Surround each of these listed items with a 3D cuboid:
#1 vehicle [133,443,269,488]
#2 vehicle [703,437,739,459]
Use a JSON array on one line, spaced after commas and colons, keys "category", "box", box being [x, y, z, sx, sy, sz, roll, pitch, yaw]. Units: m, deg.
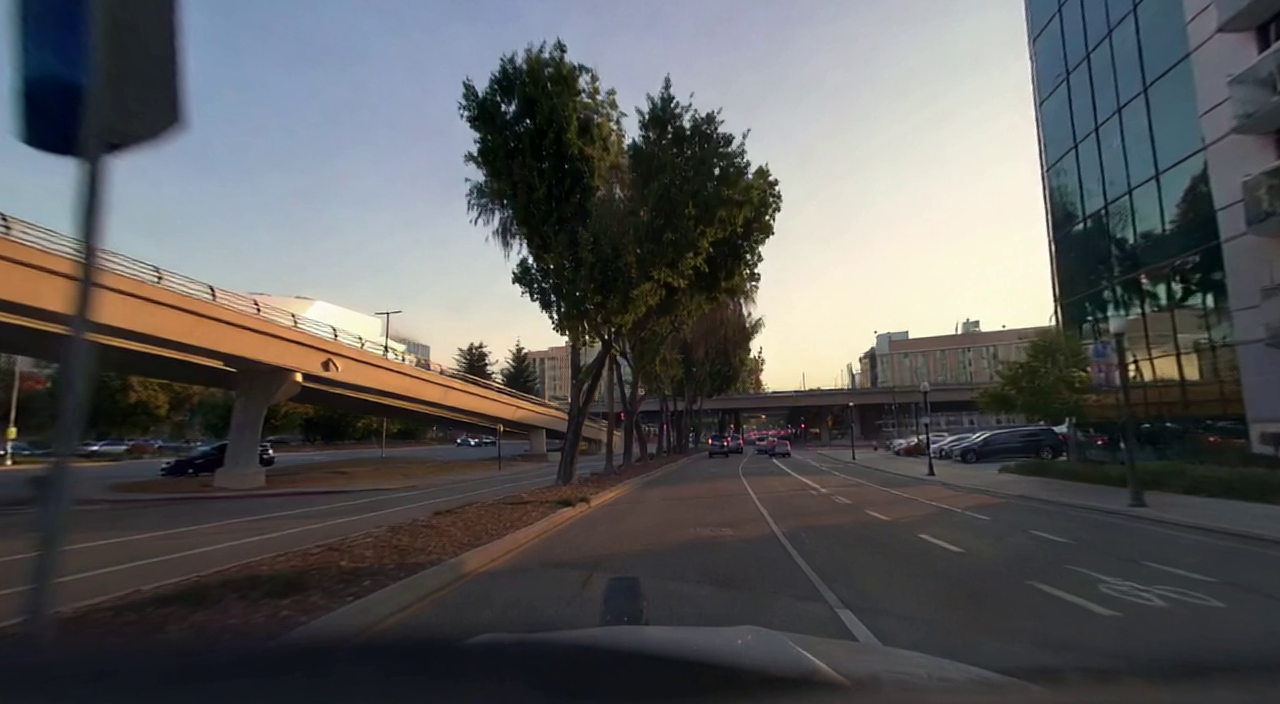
[{"category": "vehicle", "box": [-18.846, 4.864, 27.178, 4.562, 1.464, 2.090, -5, -6, 5]}, {"category": "vehicle", "box": [5.919, 6.967, 45.835, 2.280, 1.475, 4.051, -2, -9, 12]}]
